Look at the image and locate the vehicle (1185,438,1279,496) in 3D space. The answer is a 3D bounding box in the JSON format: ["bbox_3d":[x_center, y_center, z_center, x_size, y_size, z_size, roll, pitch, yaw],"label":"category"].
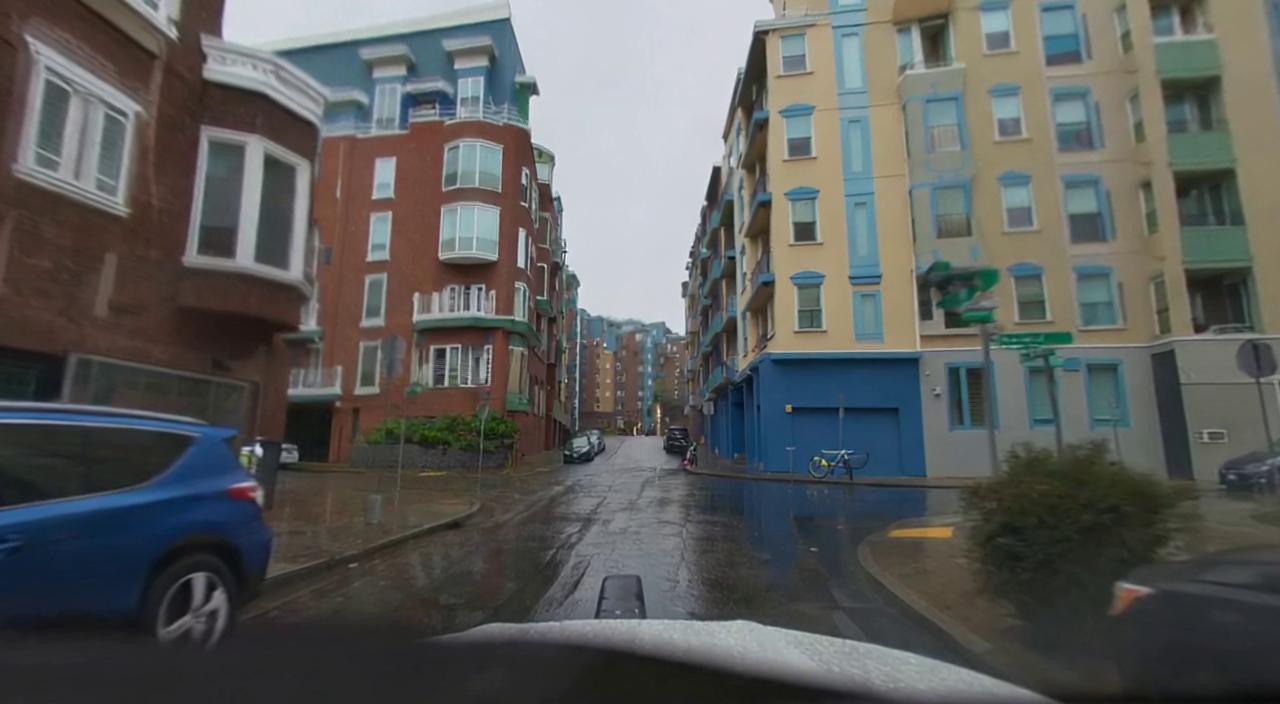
[{"bbox_3d":[17.753,3.147,17.440,3.414,1.519,1.719,-2,-8,14],"label":"vehicle"}]

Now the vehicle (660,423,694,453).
[{"bbox_3d":[2.635,6.222,45.398,2.072,2.074,4.358,0,-8,-2],"label":"vehicle"}]

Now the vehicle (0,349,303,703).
[{"bbox_3d":[-3.357,0.830,2.297,1.832,1.683,4.396,0,-8,-1],"label":"vehicle"}]

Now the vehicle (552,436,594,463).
[{"bbox_3d":[-3.818,5.594,36.354,1.897,1.431,3.741,-1,-8,1],"label":"vehicle"}]
